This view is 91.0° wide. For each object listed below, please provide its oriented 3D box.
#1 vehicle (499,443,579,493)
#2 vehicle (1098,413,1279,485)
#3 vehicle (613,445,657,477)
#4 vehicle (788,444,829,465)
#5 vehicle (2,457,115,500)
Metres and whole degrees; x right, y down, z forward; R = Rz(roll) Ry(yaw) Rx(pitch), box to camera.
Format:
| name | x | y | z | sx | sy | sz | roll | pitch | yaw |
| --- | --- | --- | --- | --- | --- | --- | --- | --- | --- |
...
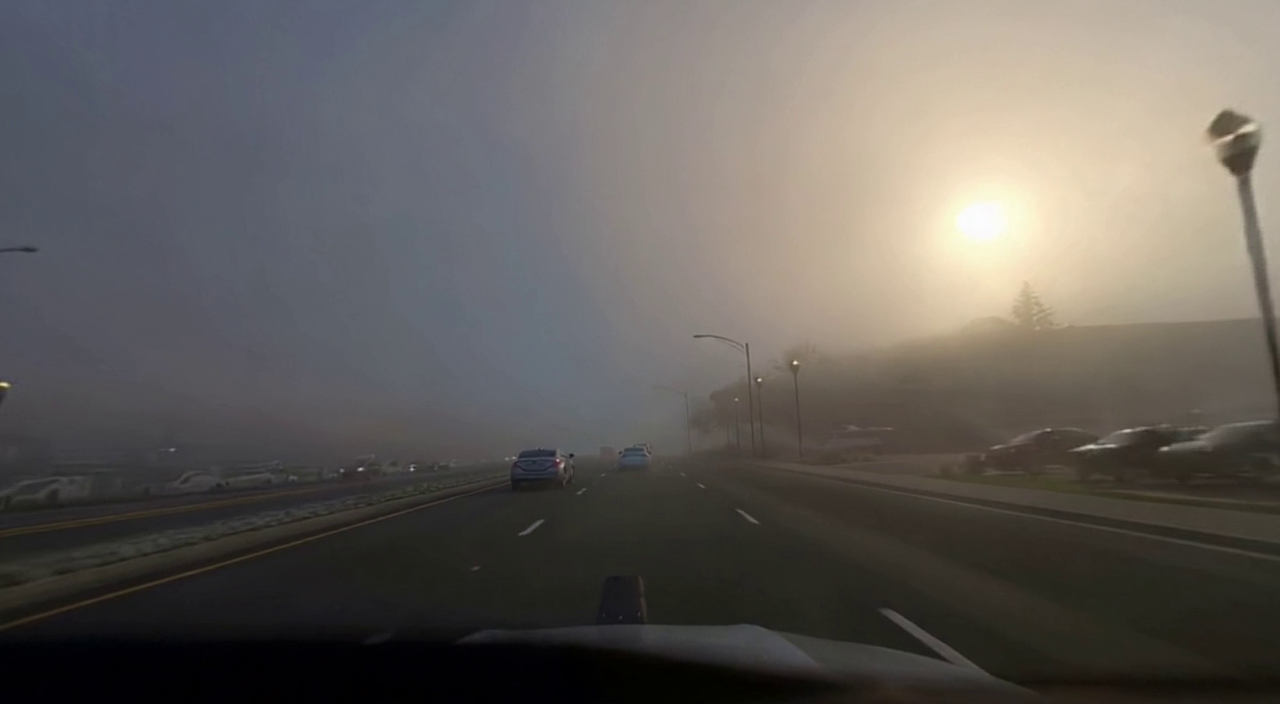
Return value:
| name | x | y | z | sx | sy | sz | roll | pitch | yaw |
| --- | --- | --- | --- | --- | --- | --- | --- | --- | --- |
| vehicle | -3.228 | 3.796 | 20.999 | 1.939 | 1.496 | 4.309 | 0 | -9 | 0 |
| vehicle | 13.530 | 2.254 | 14.657 | 4.109 | 1.542 | 1.975 | -1 | -9 | 2 |
| vehicle | -0.236 | 5.288 | 30.874 | 2.019 | 1.459 | 4.005 | 0 | -9 | -1 |
| vehicle | 13.039 | 7.916 | 48.893 | 1.914 | 1.523 | 4.747 | -1 | -9 | 1 |
| vehicle | -40.664 | 8.832 | 44.132 | 5.302 | 2.808 | 2.498 | -1 | -9 | 1 |
